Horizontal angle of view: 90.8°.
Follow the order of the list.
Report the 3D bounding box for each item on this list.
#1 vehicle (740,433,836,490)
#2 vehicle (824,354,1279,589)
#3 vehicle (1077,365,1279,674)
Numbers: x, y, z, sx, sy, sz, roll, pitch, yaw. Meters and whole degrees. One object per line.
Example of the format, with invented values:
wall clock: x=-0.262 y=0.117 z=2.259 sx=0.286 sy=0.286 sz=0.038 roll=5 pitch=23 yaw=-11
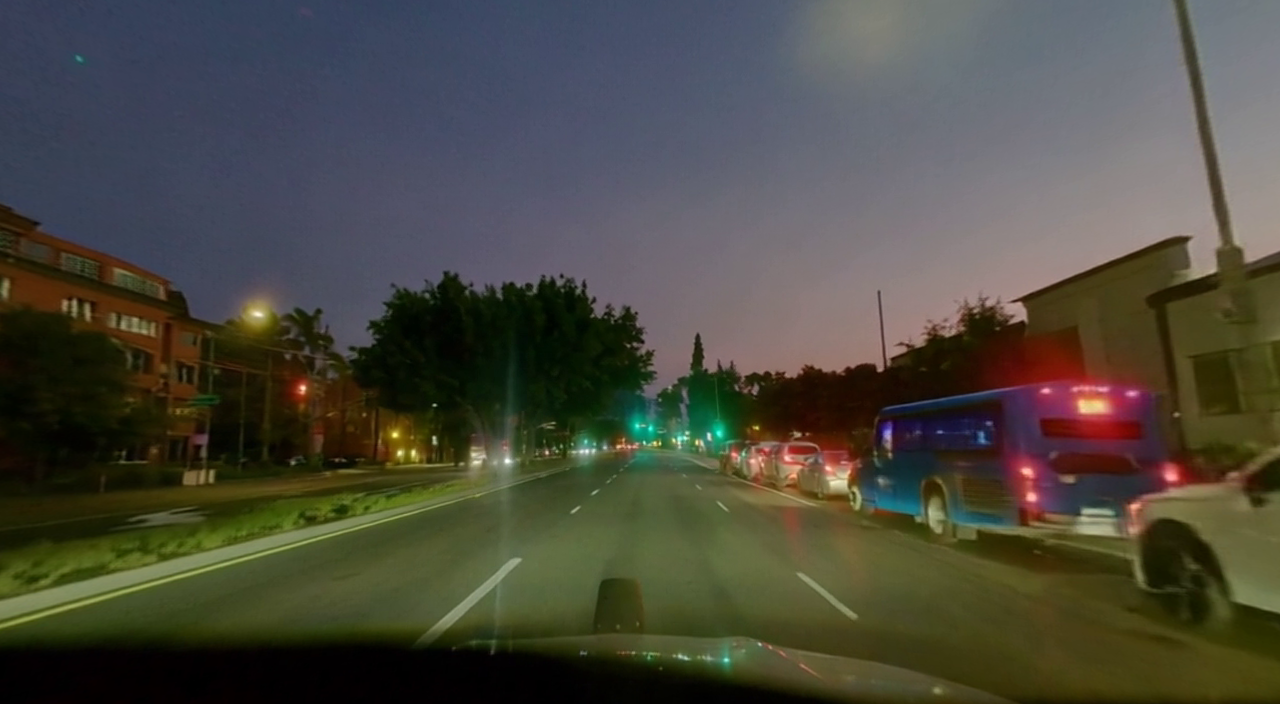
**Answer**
vehicle: x=4.810 y=3.626 z=21.260 sx=2.028 sy=1.660 sz=4.705 roll=0 pitch=-8 yaw=-1
vehicle: x=4.680 y=1.536 z=8.916 sx=2.351 sy=2.125 sz=6.230 roll=-1 pitch=-8 yaw=1
vehicle: x=4.826 y=0.850 z=2.898 sx=2.304 sy=1.760 sz=4.630 roll=0 pitch=-8 yaw=0
